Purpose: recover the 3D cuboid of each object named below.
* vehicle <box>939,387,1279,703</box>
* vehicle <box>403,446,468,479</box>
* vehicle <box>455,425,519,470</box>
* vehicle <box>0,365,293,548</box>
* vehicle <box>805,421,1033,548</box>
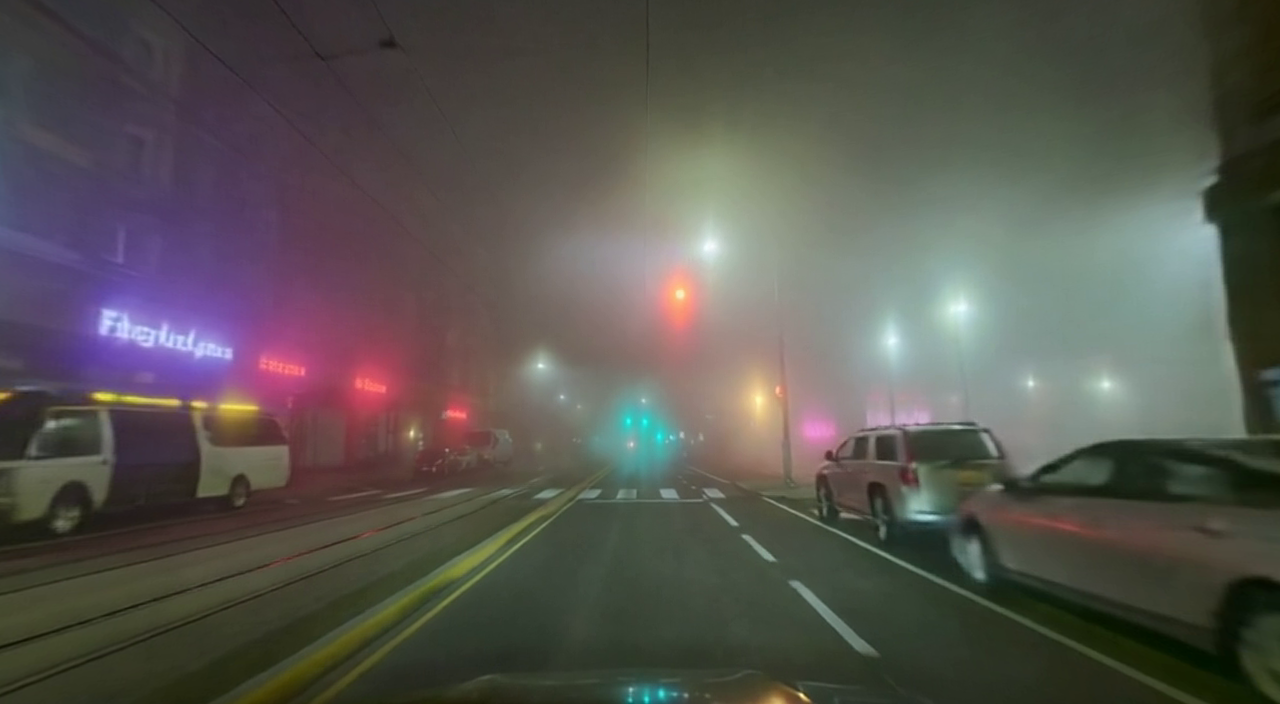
[{"bbox_3d":[3.723,1.072,3.864,1.752,1.510,4.191,0,-8,1],"label":"vehicle"},{"bbox_3d":[-9.905,5.383,30.880,1.897,1.464,4.209,0,-8,-2],"label":"vehicle"},{"bbox_3d":[-10.273,6.501,43.089,2.378,2.765,7.920,0,-8,0],"label":"vehicle"},{"bbox_3d":[-10.164,2.048,12.770,2.291,2.745,6.492,-1,-9,2],"label":"vehicle"},{"bbox_3d":[3.930,1.903,9.619,1.869,1.557,3.501,0,-8,0],"label":"vehicle"}]
